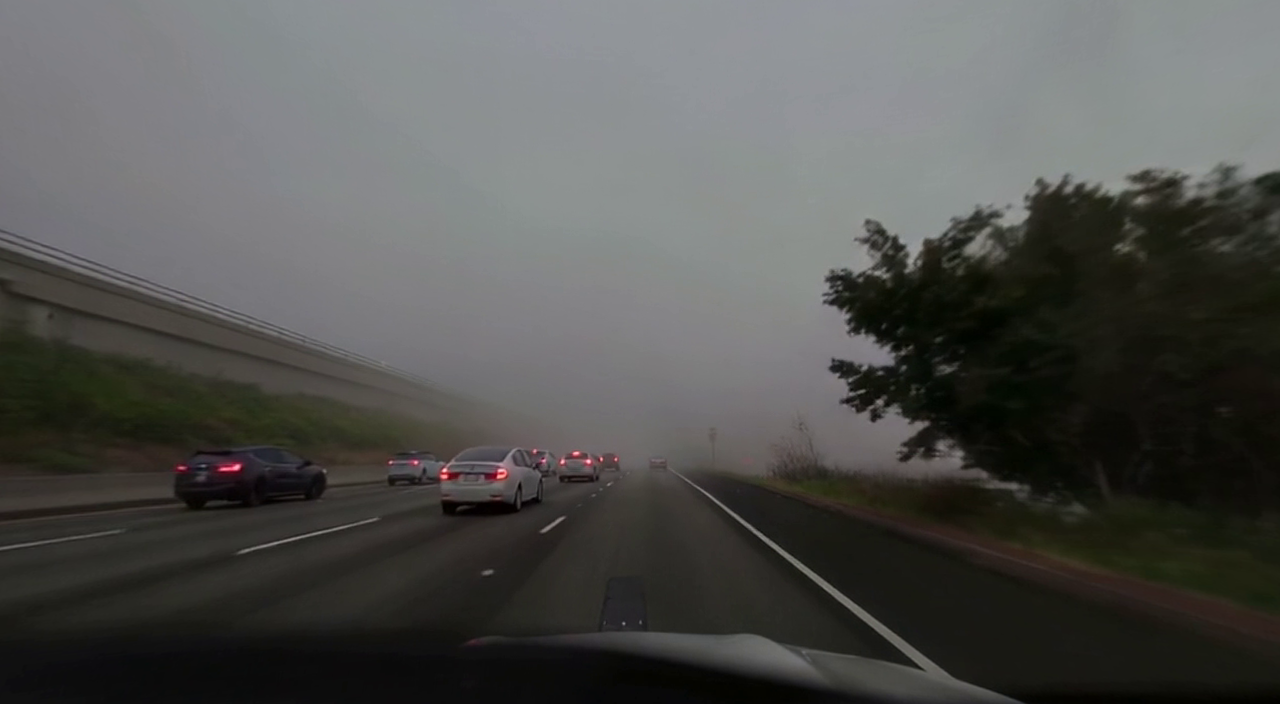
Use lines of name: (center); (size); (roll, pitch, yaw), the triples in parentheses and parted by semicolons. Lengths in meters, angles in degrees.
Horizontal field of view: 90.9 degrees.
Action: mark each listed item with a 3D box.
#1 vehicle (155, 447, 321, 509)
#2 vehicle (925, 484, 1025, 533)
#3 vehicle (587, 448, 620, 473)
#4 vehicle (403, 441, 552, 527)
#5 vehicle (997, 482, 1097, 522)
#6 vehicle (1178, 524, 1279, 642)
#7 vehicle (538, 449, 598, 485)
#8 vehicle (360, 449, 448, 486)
vehicle: (-10.901, 3.405, 17.511); (1.981, 1.484, 3.827); (0, -8, 1)
vehicle: (13.546, 6.313, 25.766); (1.853, 1.586, 3.727); (1, -8, -3)
vehicle: (-2.681, 8.128, 47.533); (2.052, 1.731, 4.372); (0, -8, 2)
vehicle: (-3.181, 2.662, 13.369); (1.939, 1.511, 4.246); (0, -8, 1)
vehicle: (21.720, 7.996, 33.944); (1.941, 1.715, 4.868); (0, -8, -2)
vehicle: (10.890, 3.584, 9.055); (1.962, 1.584, 4.807); (0, -8, -2)
vehicle: (-3.129, 5.117, 28.338); (2.056, 1.449, 4.330); (0, -8, 2)
vehicle: (-10.742, 5.279, 29.136); (1.978, 1.498, 4.940); (0, -8, 2)
